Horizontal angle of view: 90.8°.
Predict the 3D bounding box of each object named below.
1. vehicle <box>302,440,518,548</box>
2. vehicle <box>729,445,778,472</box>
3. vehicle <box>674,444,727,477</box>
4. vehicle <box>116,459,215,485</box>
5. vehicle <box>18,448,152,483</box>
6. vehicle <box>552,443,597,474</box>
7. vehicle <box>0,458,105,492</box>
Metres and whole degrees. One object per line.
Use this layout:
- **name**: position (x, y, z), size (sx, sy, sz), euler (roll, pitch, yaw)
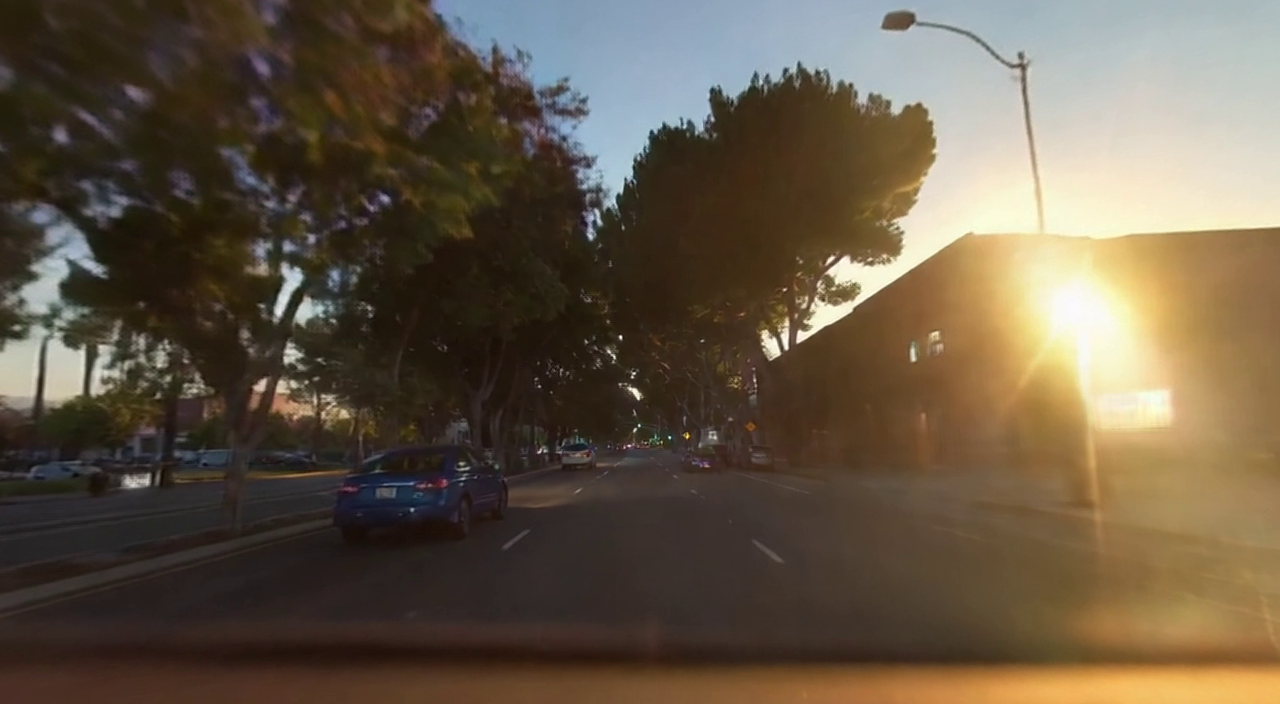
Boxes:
- **vehicle**: position (-3.574, 2.279, 10.893), size (2.060, 1.466, 4.387), euler (0, -9, 0)
- **vehicle**: position (6.592, 6.224, 37.180), size (1.896, 1.479, 4.416), euler (0, -9, -2)
- **vehicle**: position (2.824, 5.216, 30.672), size (1.961, 1.482, 4.538), euler (0, -9, -2)
- **vehicle**: position (-29.415, 7.428, 39.253), size (4.604, 1.498, 1.899), euler (0, -9, 1)
- **vehicle**: position (-29.454, 6.035, 33.651), size (4.987, 1.709, 2.267), euler (-1, -9, 2)
- **vehicle**: position (-3.890, 6.386, 38.108), size (2.145, 1.694, 4.642), euler (0, -9, 1)
- **vehicle**: position (-29.109, 6.014, 31.000), size (3.907, 1.533, 1.829), euler (0, -9, -1)
